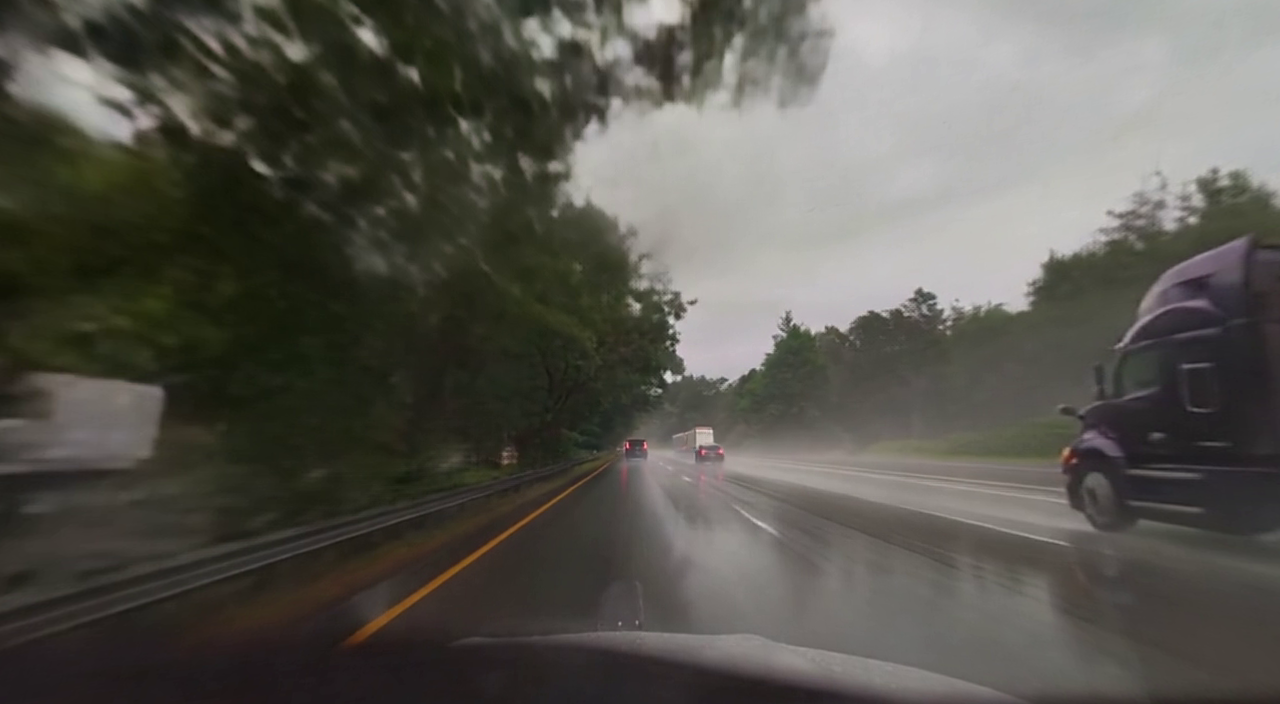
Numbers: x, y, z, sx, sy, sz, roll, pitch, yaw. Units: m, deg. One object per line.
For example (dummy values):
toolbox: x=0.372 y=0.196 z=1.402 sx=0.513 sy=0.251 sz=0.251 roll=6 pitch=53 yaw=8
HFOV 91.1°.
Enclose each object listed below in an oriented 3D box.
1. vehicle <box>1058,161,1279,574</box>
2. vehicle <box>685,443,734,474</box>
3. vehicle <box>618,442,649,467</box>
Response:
vehicle: x=7.714 y=0.143 z=6.086 sx=3.038 sy=3.946 sz=5.844 roll=0 pitch=-9 yaw=0
vehicle: x=3.637 y=5.676 z=33.727 sx=2.025 sy=1.534 sz=4.179 roll=0 pitch=-9 yaw=-1
vehicle: x=-0.447 y=7.359 z=45.150 sx=2.114 sy=1.706 sz=4.106 roll=0 pitch=-9 yaw=-1
